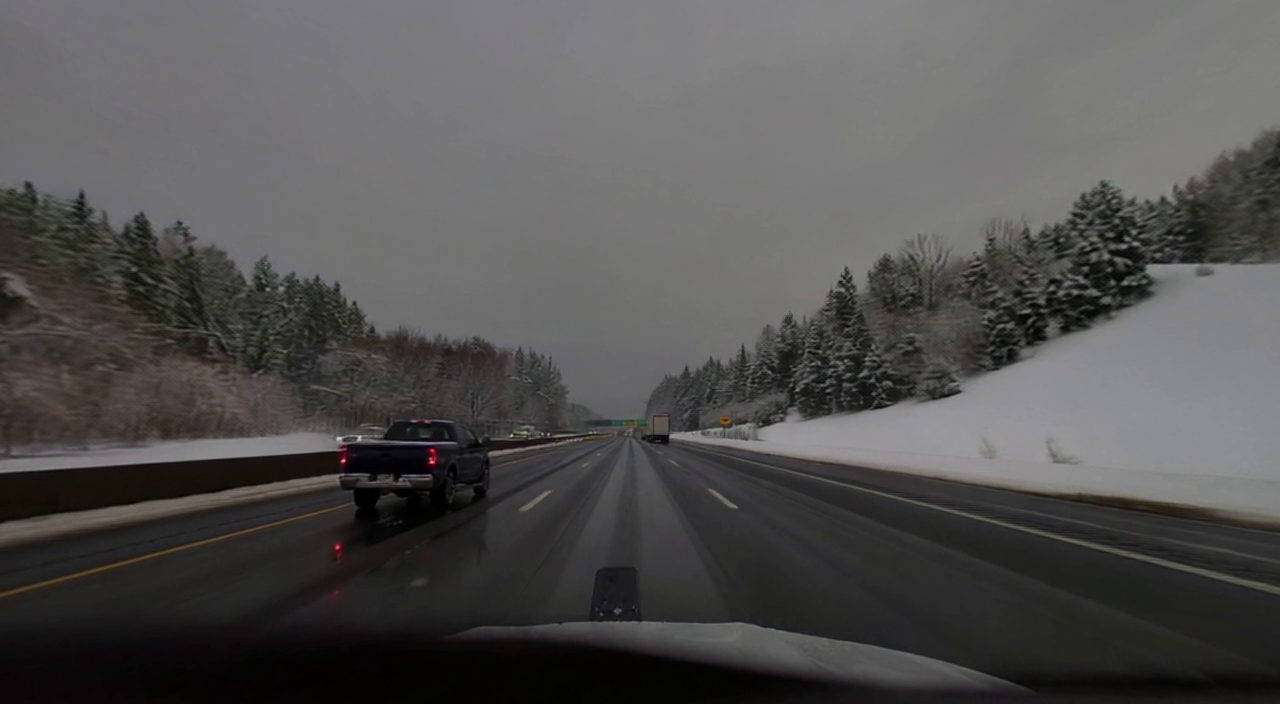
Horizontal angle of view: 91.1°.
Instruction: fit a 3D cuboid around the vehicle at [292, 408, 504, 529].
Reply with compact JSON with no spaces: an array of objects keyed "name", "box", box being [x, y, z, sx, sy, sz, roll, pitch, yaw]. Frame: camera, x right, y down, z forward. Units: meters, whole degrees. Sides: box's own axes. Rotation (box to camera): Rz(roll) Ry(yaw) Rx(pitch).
[{"name":"vehicle","box":[-3.694,1.839,10.512,2.000,1.620,3.929,0,-8,-1]}]
